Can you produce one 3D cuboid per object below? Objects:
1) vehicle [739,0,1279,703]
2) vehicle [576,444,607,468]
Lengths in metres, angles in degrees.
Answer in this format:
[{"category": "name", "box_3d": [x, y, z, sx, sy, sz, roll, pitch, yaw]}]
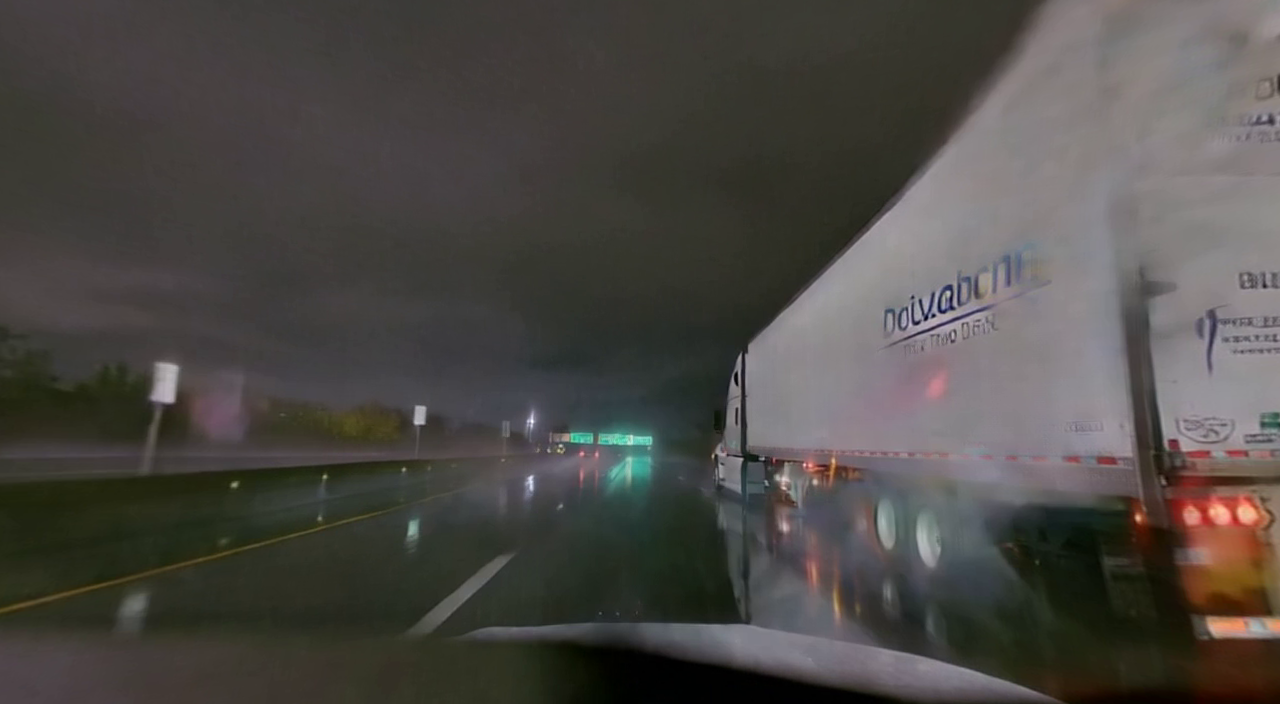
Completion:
[{"category": "vehicle", "box_3d": [3.952, 0.624, 9.213, 2.962, 4.132, 12.720, 0, -8, 0]}, {"category": "vehicle", "box_3d": [-3.464, 7.531, 45.870, 2.030, 1.657, 3.926, 0, -8, -1]}]
